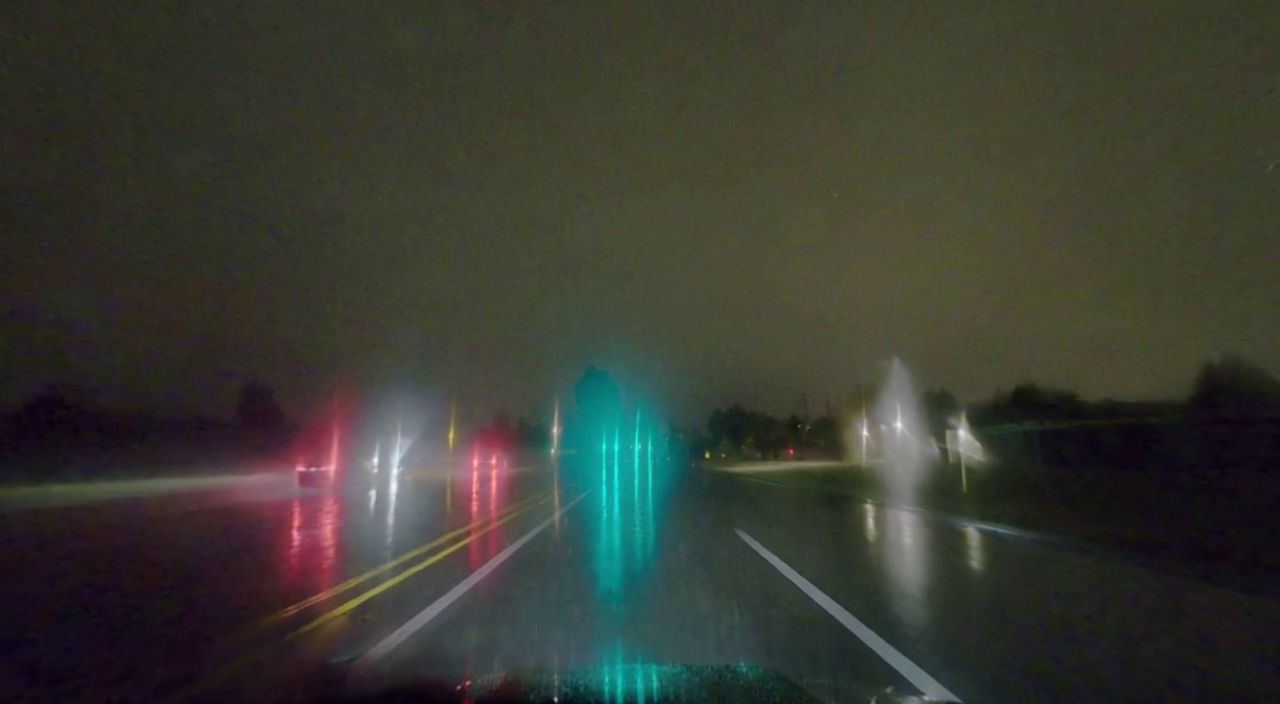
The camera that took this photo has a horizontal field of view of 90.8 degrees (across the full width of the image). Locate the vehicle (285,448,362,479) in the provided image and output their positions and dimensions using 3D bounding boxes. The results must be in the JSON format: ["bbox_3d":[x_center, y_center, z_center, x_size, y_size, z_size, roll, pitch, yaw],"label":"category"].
[{"bbox_3d":[-16.894,5.941,33.920,1.955,1.533,4.097,0,-9,0],"label":"vehicle"}]
